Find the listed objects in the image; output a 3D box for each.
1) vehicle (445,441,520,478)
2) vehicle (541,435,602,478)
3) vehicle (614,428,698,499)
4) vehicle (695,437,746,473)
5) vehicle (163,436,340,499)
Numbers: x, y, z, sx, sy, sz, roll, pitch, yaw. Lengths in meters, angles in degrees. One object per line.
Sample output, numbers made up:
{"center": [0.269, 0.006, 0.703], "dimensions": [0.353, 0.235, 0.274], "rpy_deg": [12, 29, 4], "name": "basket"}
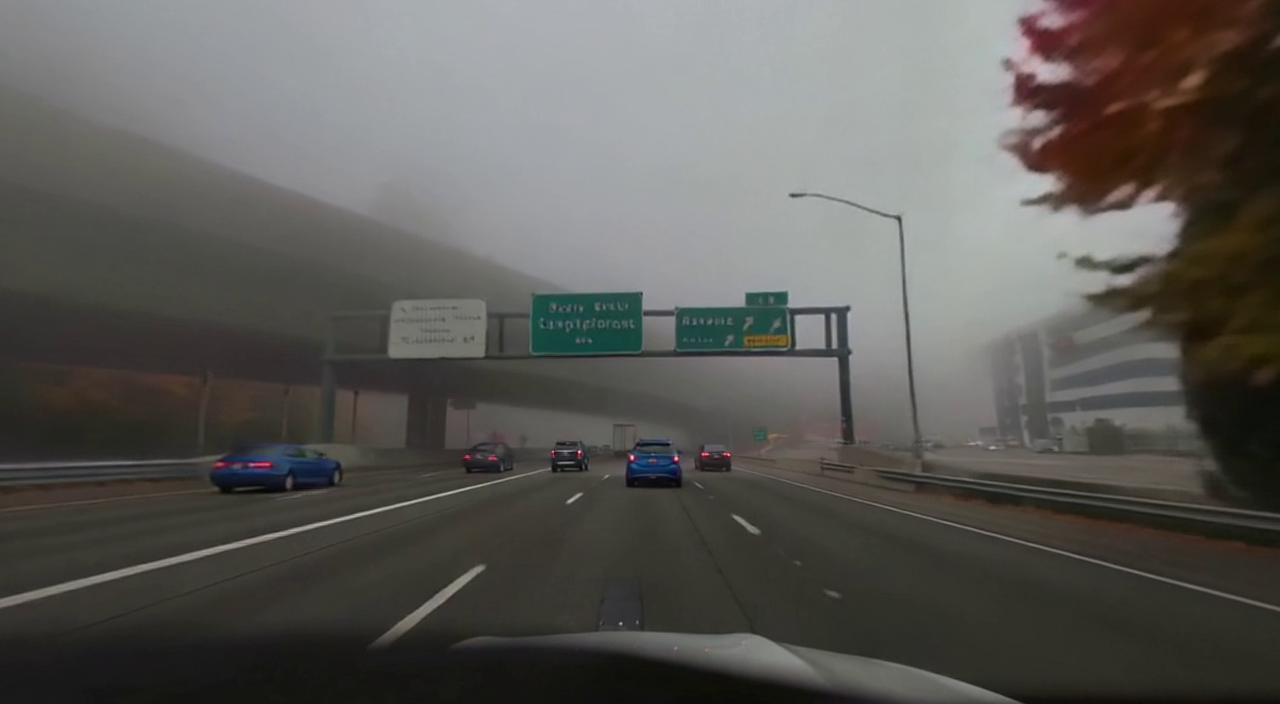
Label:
{"center": [-6.966, 4.804, 28.442], "dimensions": [2.057, 1.496, 4.661], "rpy_deg": [0, -9, 2], "name": "vehicle"}
{"center": [-2.986, 4.648, 28.323], "dimensions": [2.111, 1.742, 4.315], "rpy_deg": [0, -9, 2], "name": "vehicle"}
{"center": [0.500, 3.166, 18.235], "dimensions": [2.101, 1.742, 4.495], "rpy_deg": [0, -9, 2], "name": "vehicle"}
{"center": [4.212, 5.488, 33.664], "dimensions": [2.193, 1.778, 4.488], "rpy_deg": [0, -9, 1], "name": "vehicle"}
{"center": [-10.769, 3.215, 17.983], "dimensions": [2.006, 1.509, 4.634], "rpy_deg": [0, -9, 1], "name": "vehicle"}
